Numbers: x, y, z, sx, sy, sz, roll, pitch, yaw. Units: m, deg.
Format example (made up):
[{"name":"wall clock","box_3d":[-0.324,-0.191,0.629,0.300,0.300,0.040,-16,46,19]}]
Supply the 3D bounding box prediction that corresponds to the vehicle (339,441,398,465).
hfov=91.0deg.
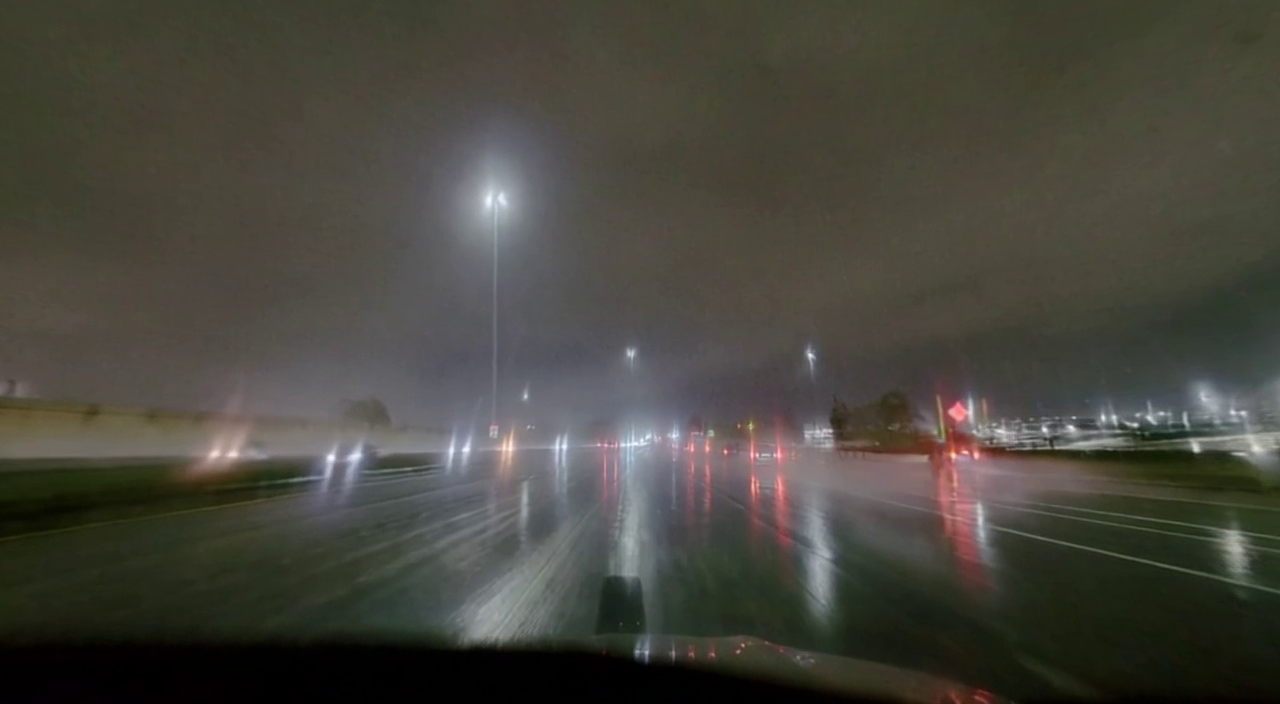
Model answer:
[{"name":"vehicle","box_3d":[-18.964,7.076,44.220,1.992,1.571,4.542,0,-9,2]}]

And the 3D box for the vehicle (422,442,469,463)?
[{"name":"vehicle","box_3d":[-14.837,7.702,48.286,1.945,1.515,4.455,0,-9,3]}]

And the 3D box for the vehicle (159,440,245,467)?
[{"name":"vehicle","box_3d":[-29.102,6.772,42.067,1.979,1.694,5.008,0,-9,2]}]
